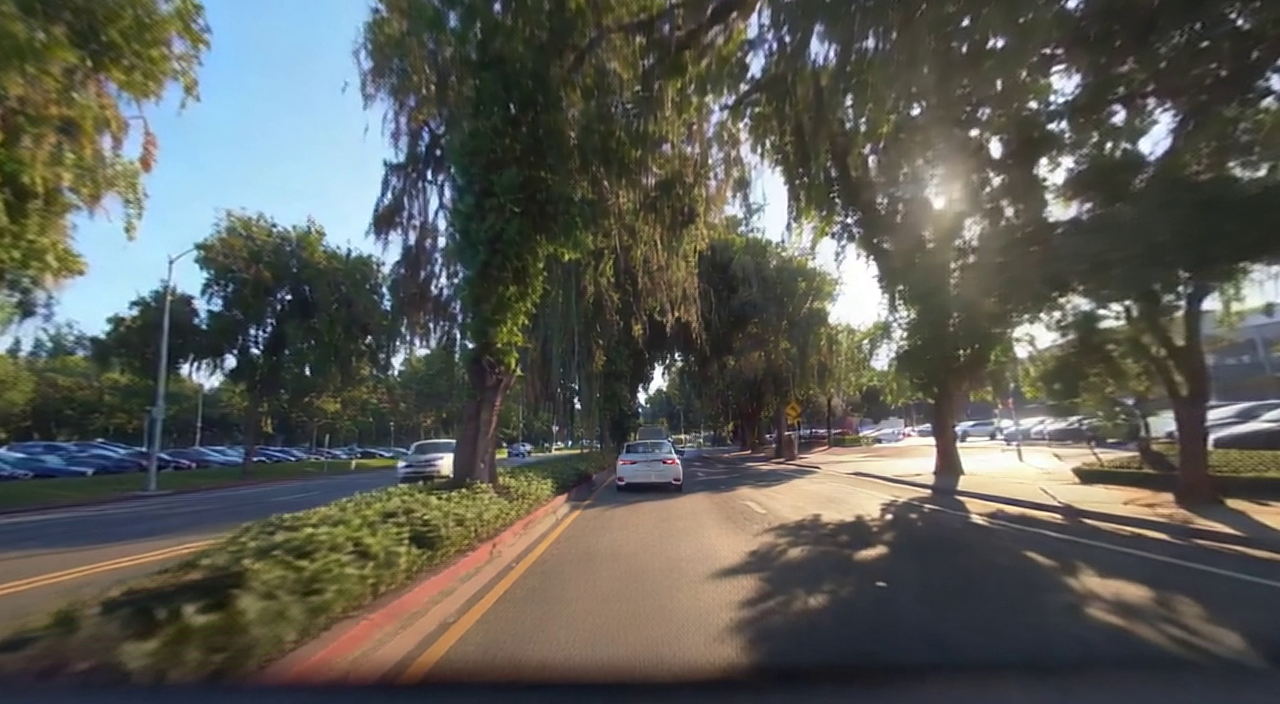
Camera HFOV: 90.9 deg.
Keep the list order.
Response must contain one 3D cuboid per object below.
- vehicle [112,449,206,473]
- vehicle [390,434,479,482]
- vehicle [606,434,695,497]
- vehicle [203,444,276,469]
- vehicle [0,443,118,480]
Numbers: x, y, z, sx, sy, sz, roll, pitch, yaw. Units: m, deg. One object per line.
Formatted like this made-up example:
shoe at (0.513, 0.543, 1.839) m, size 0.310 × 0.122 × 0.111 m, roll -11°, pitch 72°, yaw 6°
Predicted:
vehicle at (-30.479, 6.916, 40.044) m, size 4.356 × 1.444 × 1.819 m, roll 0°, pitch -9°, yaw -1°
vehicle at (-8.370, 4.370, 26.270) m, size 2.131 × 1.778 × 4.912 m, roll 0°, pitch -9°, yaw -1°
vehicle at (0.202, 2.970, 16.842) m, size 2.093 × 1.442 × 3.977 m, roll 0°, pitch -9°, yaw -1°
vehicle at (-30.222, 7.901, 47.688) m, size 4.266 × 1.600 × 1.877 m, roll -3°, pitch -8°, yaw -2°
vehicle at (-30.168, 5.589, 32.374) m, size 4.764 × 1.786 × 2.091 m, roll 0°, pitch -9°, yaw 0°
